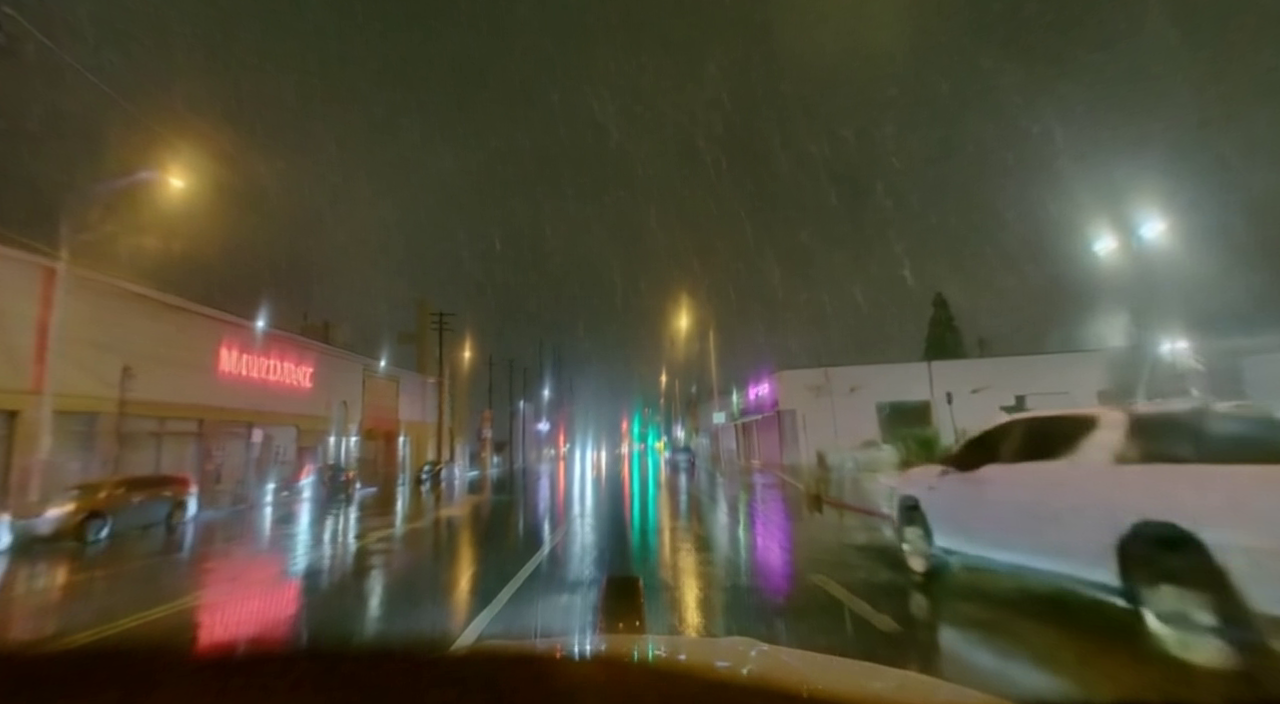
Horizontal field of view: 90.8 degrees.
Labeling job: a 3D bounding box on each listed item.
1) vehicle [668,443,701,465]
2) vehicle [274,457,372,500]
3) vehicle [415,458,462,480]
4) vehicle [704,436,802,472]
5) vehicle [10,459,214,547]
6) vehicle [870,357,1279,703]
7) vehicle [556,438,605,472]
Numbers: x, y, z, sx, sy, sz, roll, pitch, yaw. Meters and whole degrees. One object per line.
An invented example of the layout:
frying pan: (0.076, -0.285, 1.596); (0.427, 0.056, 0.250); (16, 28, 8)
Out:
vehicle: (3.265, 7.586, 47.026); (2.007, 1.558, 4.464); (0, -8, -2)
vehicle: (-15.423, 6.156, 31.130); (1.966, 1.760, 5.423); (-1, -8, 1)
vehicle: (-15.695, 9.086, 49.430); (2.073, 1.492, 4.687); (0, -8, 0)
vehicle: (5.357, 4.926, 30.538); (4.474, 1.632, 2.234); (-1, -8, 5)
vehicle: (-15.323, 4.310, 18.772); (2.081, 1.791, 4.799); (-6, -7, -1)
vehicle: (3.821, 1.166, 4.802); (2.048, 1.658, 5.559); (0, -8, 0)
vehicle: (-3.398, 6.028, 37.100); (2.348, 1.831, 4.737); (0, -8, 0)
